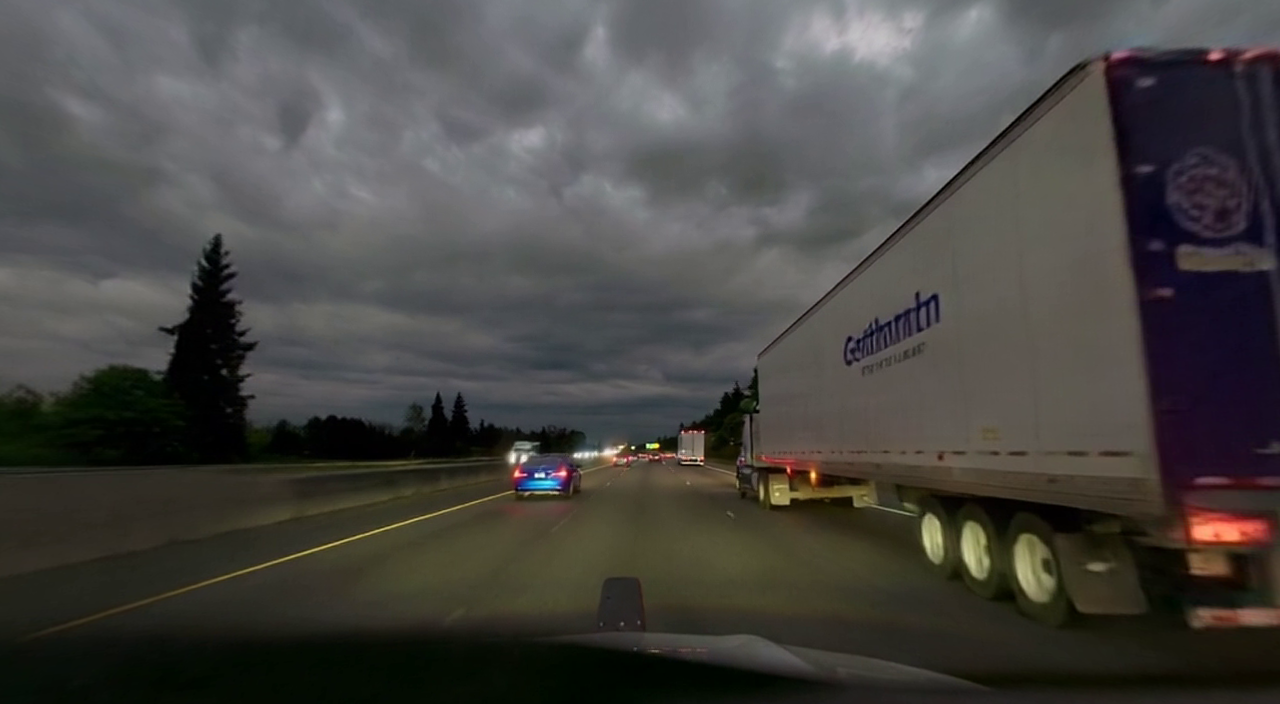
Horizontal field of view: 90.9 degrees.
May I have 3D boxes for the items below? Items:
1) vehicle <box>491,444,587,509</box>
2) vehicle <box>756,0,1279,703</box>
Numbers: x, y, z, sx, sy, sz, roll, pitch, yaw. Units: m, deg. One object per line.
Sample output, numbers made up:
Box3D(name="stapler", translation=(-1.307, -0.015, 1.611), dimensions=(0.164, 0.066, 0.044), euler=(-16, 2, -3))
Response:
Box3D(name="vehicle", translation=(-2.675, 3.413, 17.774), dimensions=(1.960, 1.579, 4.384), euler=(0, -9, 1))
Box3D(name="vehicle", translation=(4.610, 0.825, 9.750), dimensions=(2.858, 3.952, 13.731), euler=(0, -9, -1))
